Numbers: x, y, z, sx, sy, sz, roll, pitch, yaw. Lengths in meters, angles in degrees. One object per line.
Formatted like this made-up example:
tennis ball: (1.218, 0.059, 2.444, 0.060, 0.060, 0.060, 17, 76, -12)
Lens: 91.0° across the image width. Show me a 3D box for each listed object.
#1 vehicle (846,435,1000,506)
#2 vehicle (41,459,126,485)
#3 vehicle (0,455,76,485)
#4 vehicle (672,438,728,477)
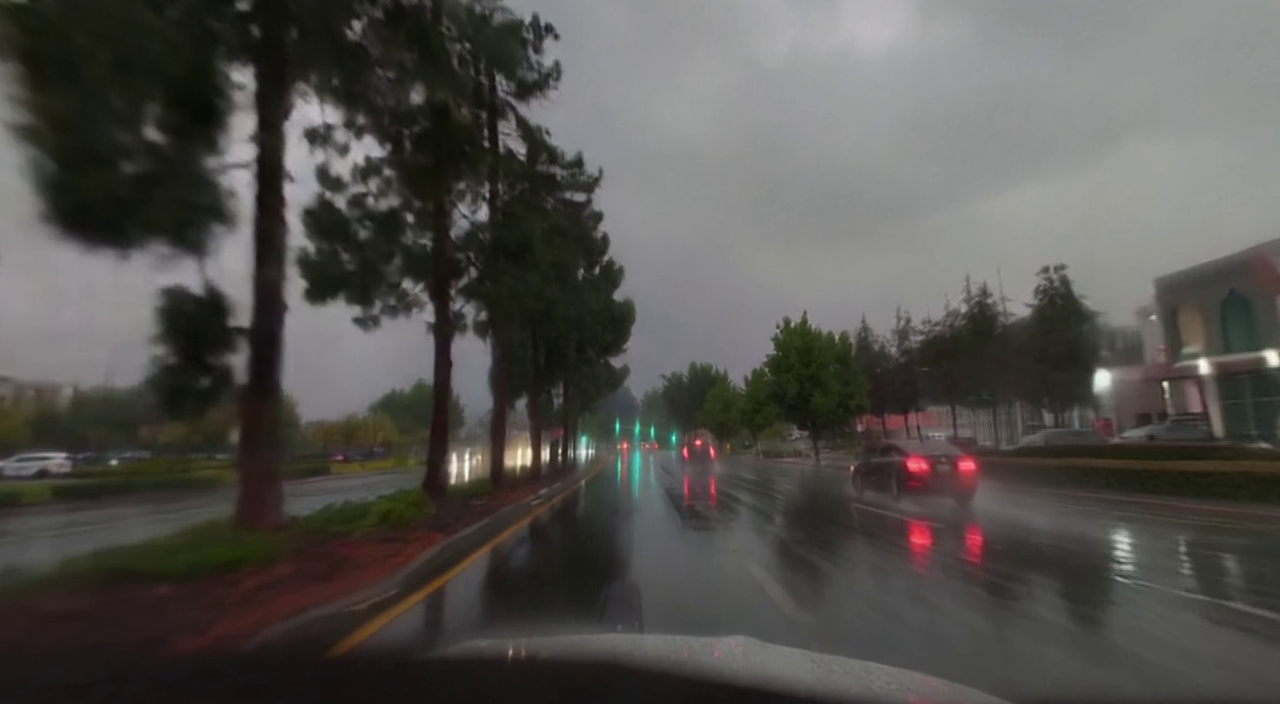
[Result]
vehicle: (6.863, 2.897, 15.831, 1.886, 1.528, 4.169, 0, -9, -1)
vehicle: (-40.088, 8.611, 45.399, 4.200, 1.688, 1.983, 1, -8, -1)
vehicle: (-40.968, 7.782, 41.694, 4.798, 1.848, 2.270, 1, -9, -3)
vehicle: (2.698, 4.864, 29.236, 2.161, 1.676, 4.151, 0, -9, -1)
